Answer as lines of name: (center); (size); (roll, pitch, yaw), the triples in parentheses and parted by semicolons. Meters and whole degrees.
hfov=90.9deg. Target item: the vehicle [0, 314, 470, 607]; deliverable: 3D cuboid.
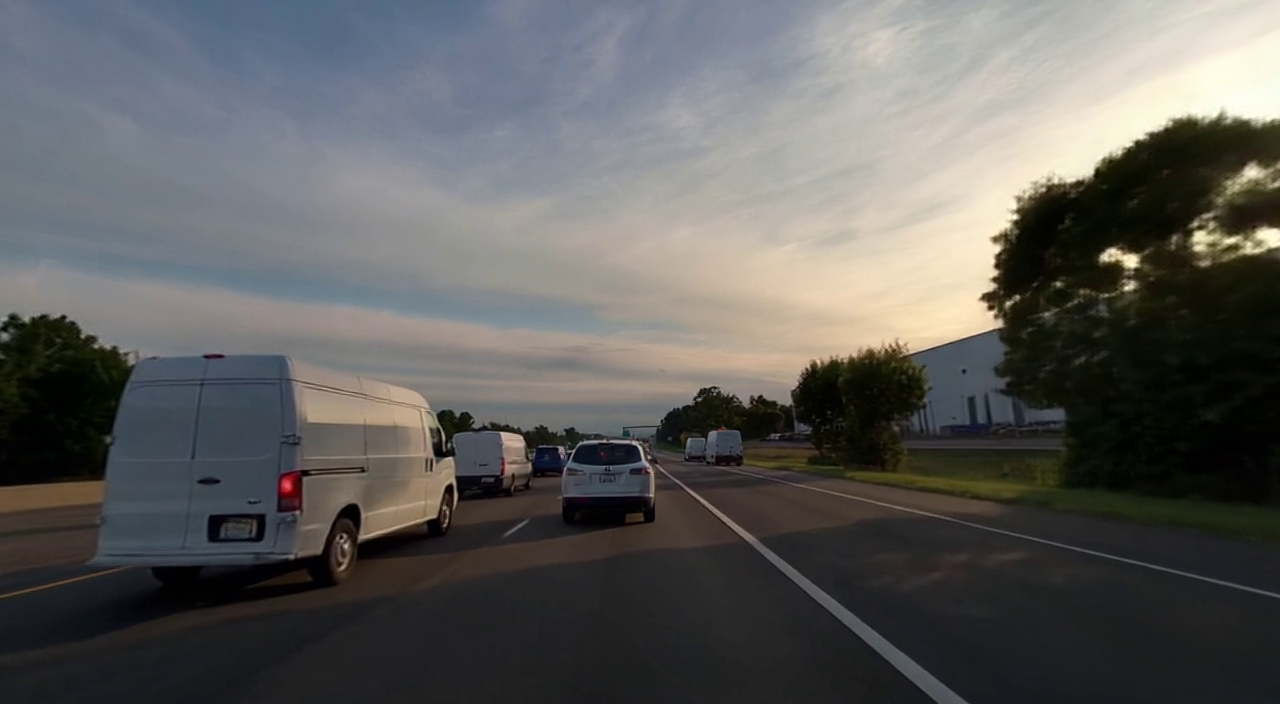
vehicle: (-4.553, 1.470, 9.128); (2.248, 2.626, 6.837); (0, -9, 0)

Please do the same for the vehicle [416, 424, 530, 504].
vehicle: (-4.574, 3.146, 18.040); (2.043, 1.987, 4.486); (0, -9, 0)

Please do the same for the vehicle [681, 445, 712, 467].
vehicle: (4.204, 7.803, 47.426); (1.874, 1.512, 3.723); (0, -9, -1)

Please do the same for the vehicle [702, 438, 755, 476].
vehicle: (4.370, 5.283, 31.782); (2.003, 1.754, 4.134); (0, -9, 0)

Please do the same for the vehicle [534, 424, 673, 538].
vehicle: (-0.573, 2.243, 11.480); (2.093, 1.695, 3.782); (0, -9, -1)
